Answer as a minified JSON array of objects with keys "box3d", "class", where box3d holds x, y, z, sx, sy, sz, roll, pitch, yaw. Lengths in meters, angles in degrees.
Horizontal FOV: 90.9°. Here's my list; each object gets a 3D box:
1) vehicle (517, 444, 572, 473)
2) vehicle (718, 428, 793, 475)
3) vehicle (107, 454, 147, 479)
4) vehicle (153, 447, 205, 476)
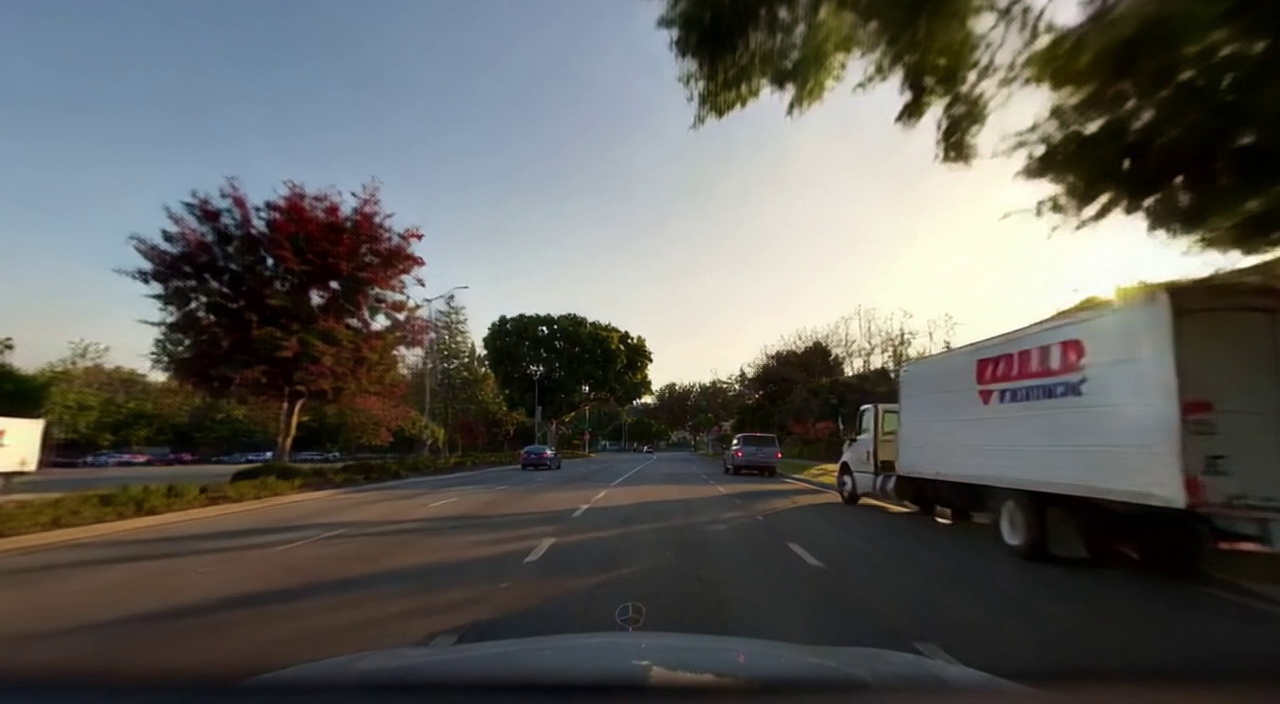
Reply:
[{"box3d":[-5.192,5.826,34.914,2.060,1.473,4.645,0,-8,3],"class":"vehicle"},{"box3d":[5.418,4.811,30.694,2.695,2.013,6.661,0,-8,2],"class":"vehicle"},{"box3d":[-37.517,8.315,46.010,1.989,1.587,4.182,8,-10,-40],"class":"vehicle"},{"box3d":[-29.865,7.030,40.778,2.118,1.670,4.487,7,-11,-41],"class":"vehicle"}]
